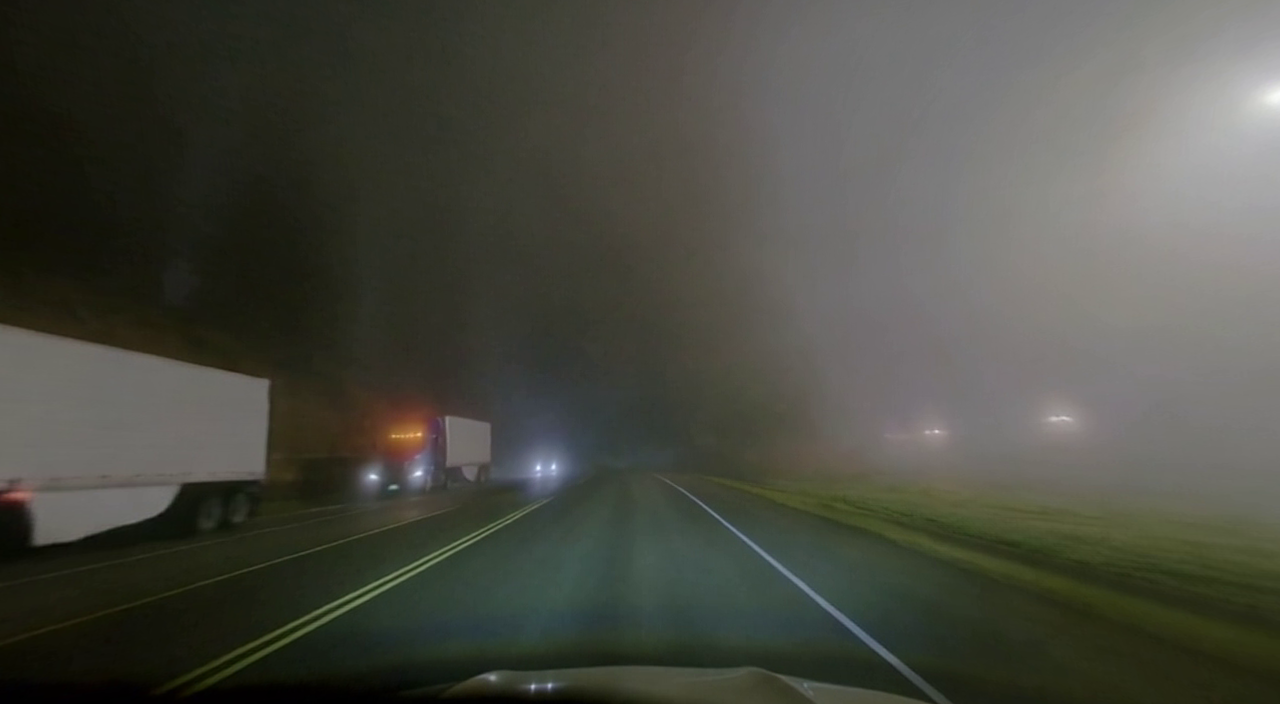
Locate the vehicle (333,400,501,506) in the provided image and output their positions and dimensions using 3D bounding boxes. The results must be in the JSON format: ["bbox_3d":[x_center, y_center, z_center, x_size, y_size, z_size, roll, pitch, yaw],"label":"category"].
[{"bbox_3d":[-8.257,3.838,25.383,2.905,3.359,10.168,0,-7,1],"label":"vehicle"}]

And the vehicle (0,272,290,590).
[{"bbox_3d":[-8.214,0.923,7.316,2.788,3.365,9.652,0,-8,0],"label":"vehicle"}]
